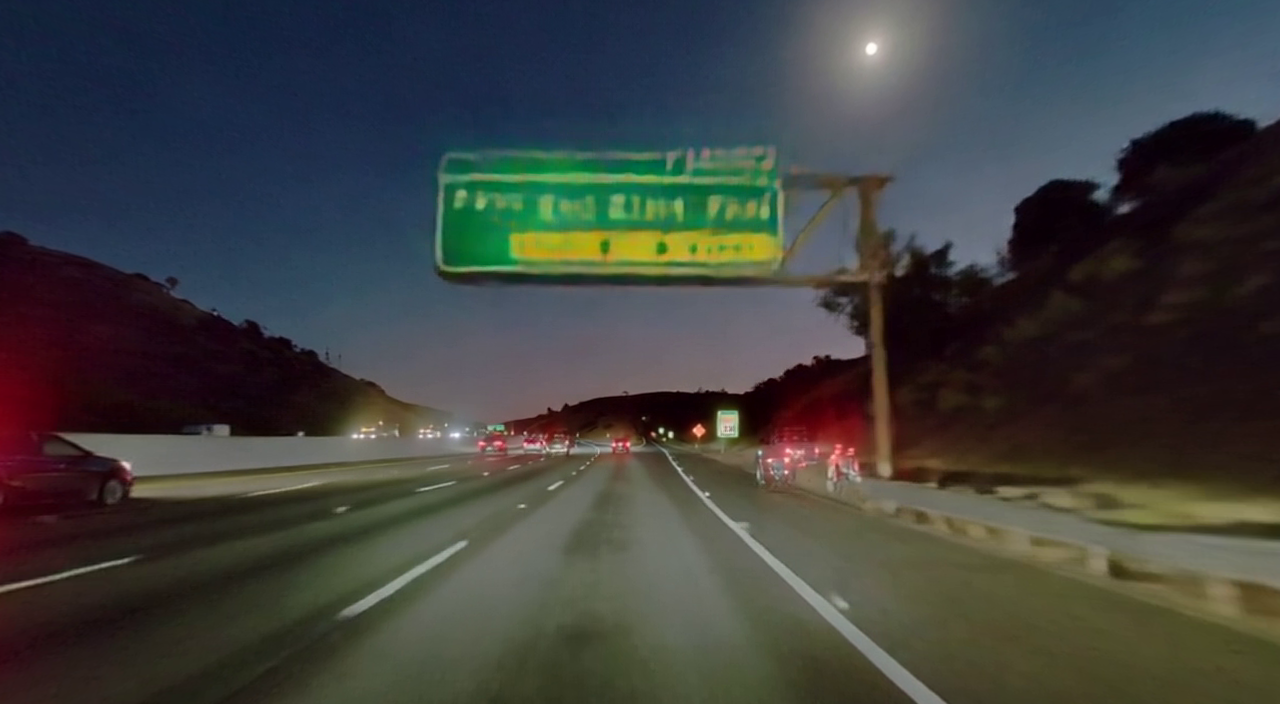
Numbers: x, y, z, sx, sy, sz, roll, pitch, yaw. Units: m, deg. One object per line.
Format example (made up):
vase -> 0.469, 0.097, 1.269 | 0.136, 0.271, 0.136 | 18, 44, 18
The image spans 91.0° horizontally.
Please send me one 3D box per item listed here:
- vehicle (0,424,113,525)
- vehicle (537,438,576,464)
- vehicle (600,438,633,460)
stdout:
vehicle -> -11.502, 1.994, 10.203 | 2.047, 1.645, 4.451 | 0, -8, -1
vehicle -> -5.344, 6.419, 40.942 | 2.060, 1.631, 4.214 | 0, -8, -1
vehicle -> -1.803, 7.489, 48.623 | 2.421, 1.594, 4.248 | 0, -8, -2
